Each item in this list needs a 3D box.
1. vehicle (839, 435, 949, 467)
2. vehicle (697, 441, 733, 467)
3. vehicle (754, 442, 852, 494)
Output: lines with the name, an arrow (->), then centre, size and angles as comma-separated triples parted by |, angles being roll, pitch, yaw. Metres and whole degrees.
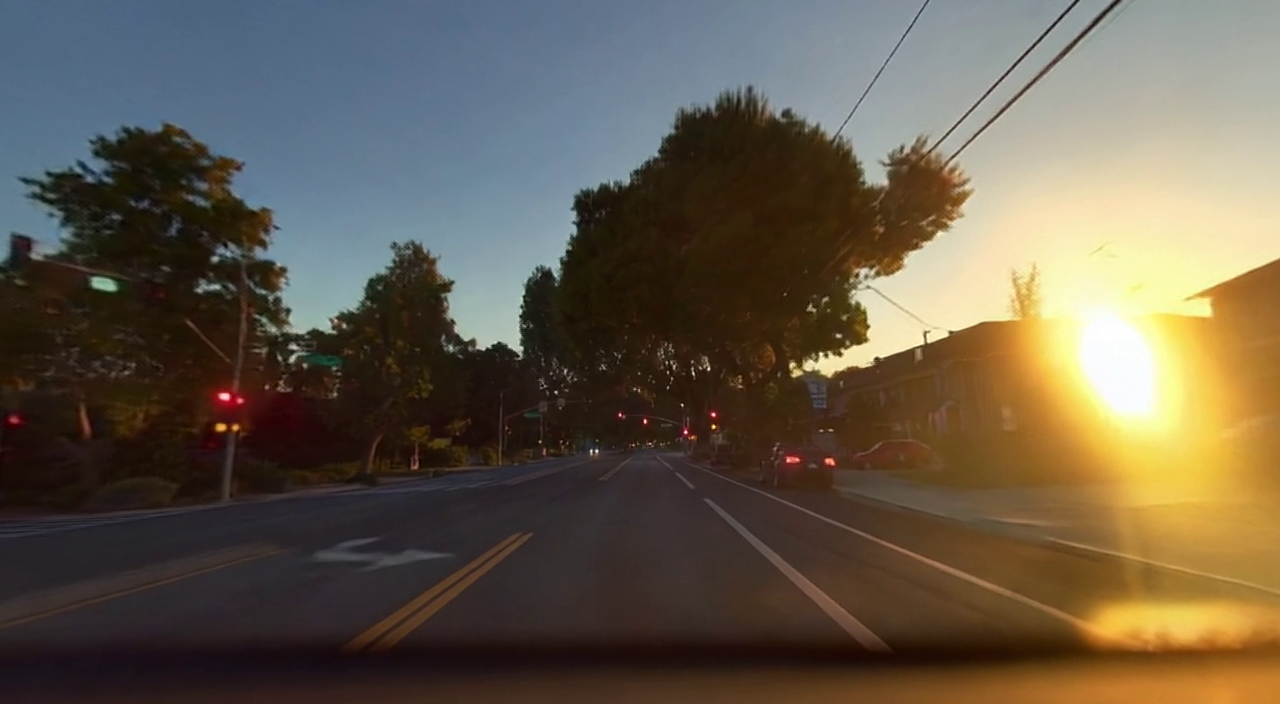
vehicle -> 12.253, 4.806, 30.577 | 4.502, 1.470, 1.839 | 0, -9, 0
vehicle -> 5.343, 7.353, 45.425 | 2.069, 1.743, 4.595 | 0, -9, 0
vehicle -> 5.171, 3.738, 20.720 | 2.032, 1.478, 5.040 | 0, -9, 2
